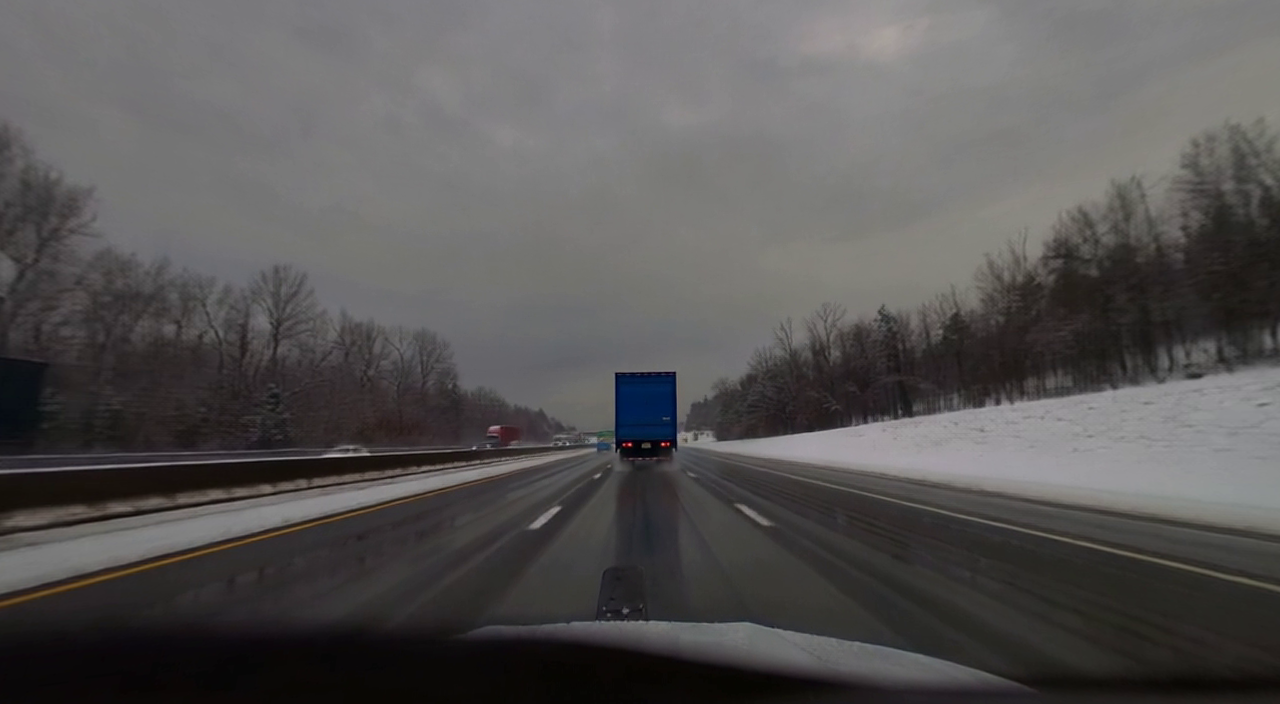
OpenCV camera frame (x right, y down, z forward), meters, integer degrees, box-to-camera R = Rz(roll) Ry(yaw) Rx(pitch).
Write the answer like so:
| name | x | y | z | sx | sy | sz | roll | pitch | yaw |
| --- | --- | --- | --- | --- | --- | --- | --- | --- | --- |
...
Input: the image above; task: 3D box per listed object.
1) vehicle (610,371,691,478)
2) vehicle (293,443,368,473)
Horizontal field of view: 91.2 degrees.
| name | x | y | z | sx | sy | sz | roll | pitch | yaw |
| --- | --- | --- | --- | --- | --- | --- | --- | --- | --- |
| vehicle | 0.408 | 3.469 | 28.891 | 3.010 | 4.039 | 10.481 | 0 | -8 | 0 |
| vehicle | -16.828 | 5.748 | 34.374 | 1.859 | 1.495 | 4.440 | 0 | -8 | 0 |
